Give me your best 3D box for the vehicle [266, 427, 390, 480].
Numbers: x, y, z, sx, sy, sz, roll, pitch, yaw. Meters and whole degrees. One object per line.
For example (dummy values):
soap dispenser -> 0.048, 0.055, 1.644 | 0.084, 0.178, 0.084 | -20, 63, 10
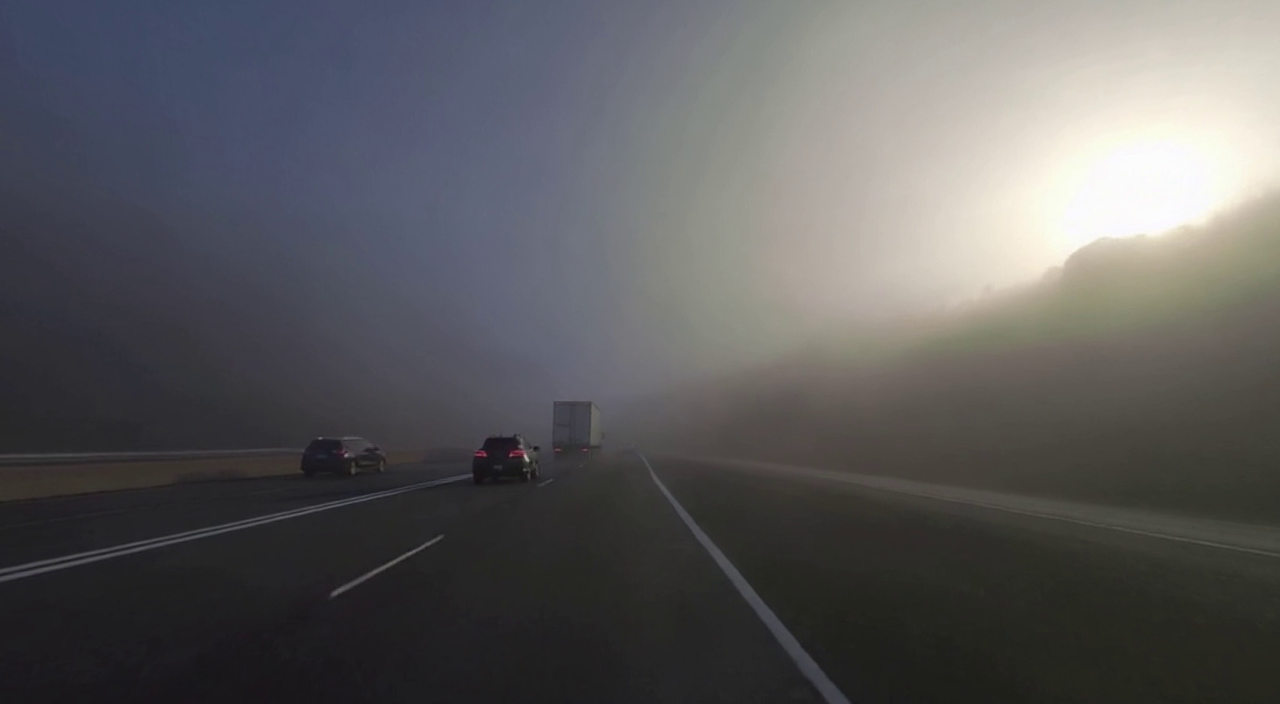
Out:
vehicle -> -12.044, 3.974, 24.817 | 2.130, 1.828, 5.523 | 0, -8, -1

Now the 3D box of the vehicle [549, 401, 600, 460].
vehicle -> -4.699, 6.053, 47.486 | 2.981, 3.860, 11.022 | 0, -8, -2

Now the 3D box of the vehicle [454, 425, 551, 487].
vehicle -> -4.193, 3.268, 19.967 | 2.099, 1.734, 4.413 | 0, -8, 0
